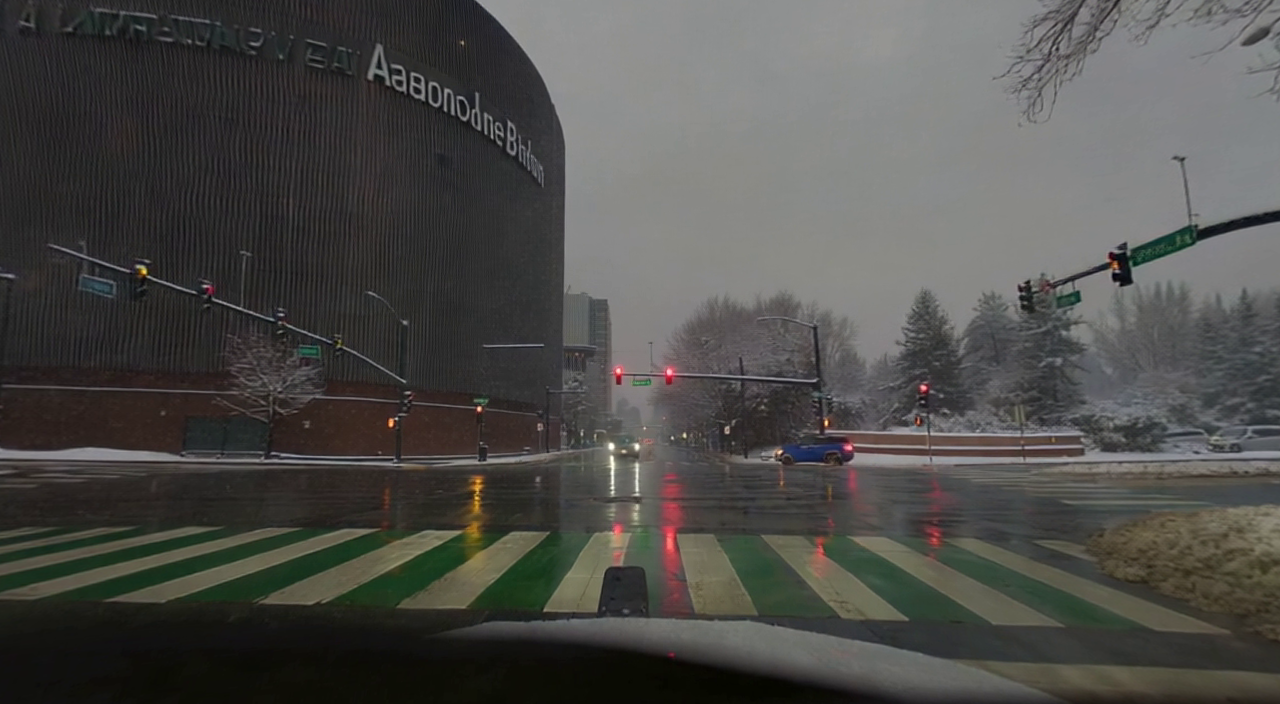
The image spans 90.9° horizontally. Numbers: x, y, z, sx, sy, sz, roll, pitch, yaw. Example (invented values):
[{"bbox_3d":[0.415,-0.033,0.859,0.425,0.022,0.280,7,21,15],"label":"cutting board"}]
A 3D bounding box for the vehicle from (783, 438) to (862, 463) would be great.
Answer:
[{"bbox_3d":[11.378,6.188,39.602,4.529,1.457,1.981,-2,-9,9],"label":"vehicle"}]

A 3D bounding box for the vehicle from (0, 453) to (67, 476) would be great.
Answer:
[{"bbox_3d":[-41.646,7.633,42.767,3.698,1.467,1.779,0,-8,1],"label":"vehicle"}]

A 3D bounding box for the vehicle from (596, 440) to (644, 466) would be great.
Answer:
[{"bbox_3d":[-1.313,6.115,38.291,2.280,1.454,4.836,1,-9,-10],"label":"vehicle"}]

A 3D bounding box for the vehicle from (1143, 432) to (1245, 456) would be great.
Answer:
[{"bbox_3d":[36.156,6.016,41.194,4.767,1.456,1.858,0,-8,2],"label":"vehicle"}]

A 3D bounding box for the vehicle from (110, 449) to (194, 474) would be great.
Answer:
[{"bbox_3d":[-33.069,7.406,42.751,4.136,1.661,1.857,0,-8,1],"label":"vehicle"}]
